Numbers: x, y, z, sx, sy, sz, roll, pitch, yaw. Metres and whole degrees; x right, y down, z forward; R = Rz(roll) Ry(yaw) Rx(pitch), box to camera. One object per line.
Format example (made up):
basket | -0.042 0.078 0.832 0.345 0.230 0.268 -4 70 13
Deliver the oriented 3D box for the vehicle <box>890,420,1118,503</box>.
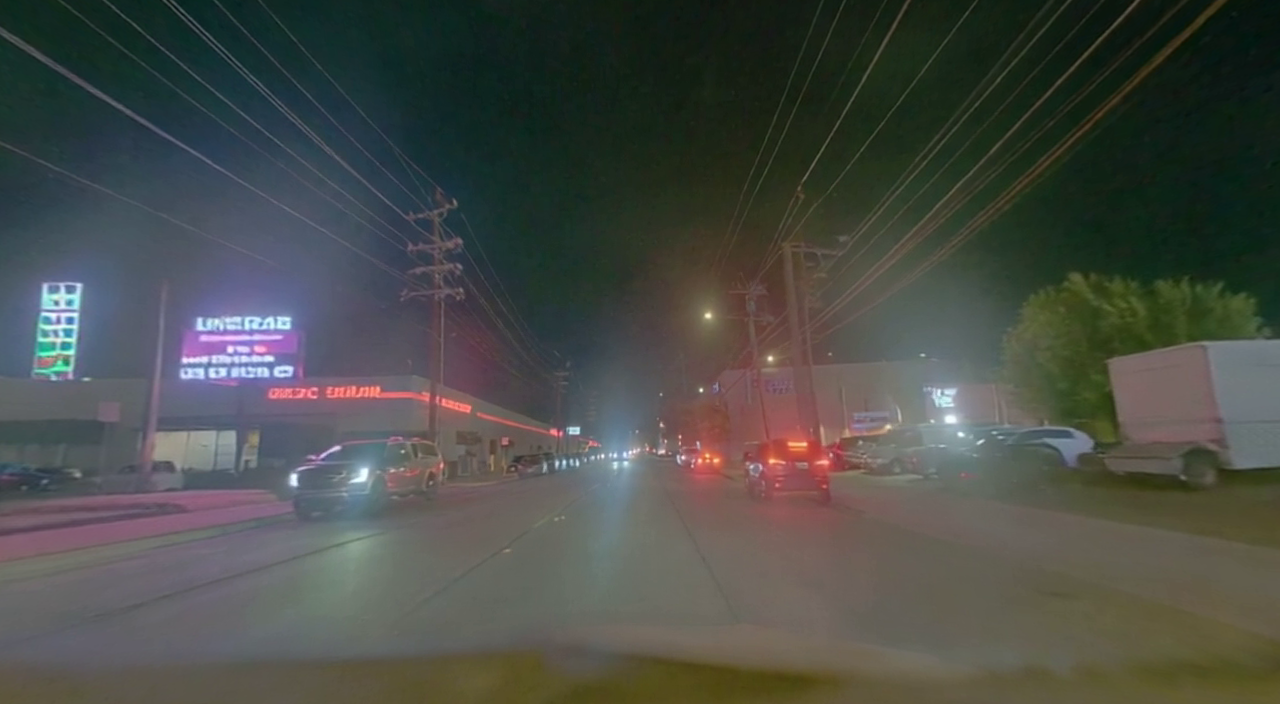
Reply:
vehicle | 9.745 2.955 17.257 4.825 1.878 2.050 -3 -9 0

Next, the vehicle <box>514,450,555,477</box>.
vehicle | -7.524 8.009 45.517 2.194 1.775 4.482 0 -9 -1

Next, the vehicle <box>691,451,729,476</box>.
vehicle | 4.501 7.212 41.066 1.919 1.453 4.425 0 -9 0

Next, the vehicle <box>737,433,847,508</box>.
vehicle | 4.284 3.425 18.680 2.087 1.892 4.579 0 -9 0

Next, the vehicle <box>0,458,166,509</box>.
vehicle | -19.543 4.534 22.285 1.935 1.491 4.932 0 -9 -2

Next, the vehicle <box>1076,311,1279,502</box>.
vehicle | 15.838 1.271 13.943 10.102 3.776 2.913 0 -9 -1

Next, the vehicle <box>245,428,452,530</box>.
vehicle | -7.578 3.352 17.646 2.692 2.152 6.686 -2 -8 -1
